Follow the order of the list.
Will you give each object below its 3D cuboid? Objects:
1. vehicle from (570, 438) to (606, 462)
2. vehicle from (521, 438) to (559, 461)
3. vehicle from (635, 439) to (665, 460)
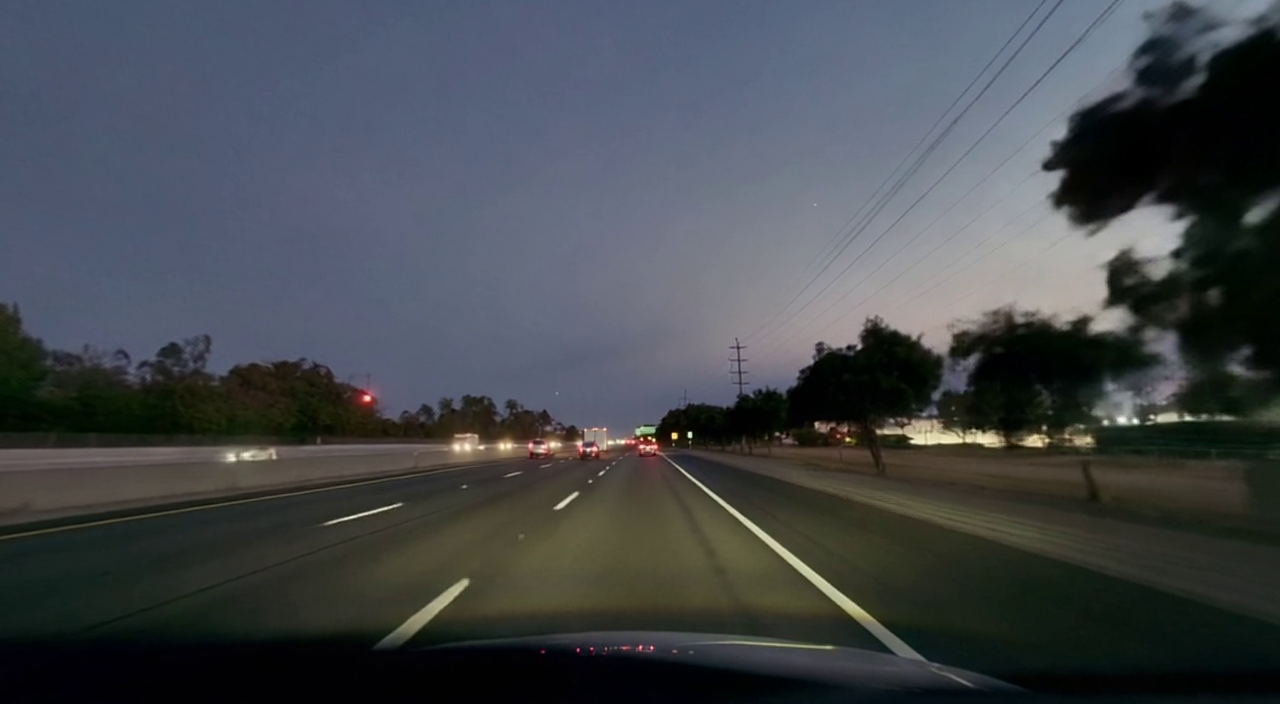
[{"bbox_3d":[-3.441,6.568,42.294,2.046,1.478,4.111,0,-8,1],"label":"vehicle"},{"bbox_3d":[-7.052,6.926,44.736,1.936,1.497,4.251,0,-8,1],"label":"vehicle"},{"bbox_3d":[0.700,6.968,45.102,2.057,1.453,3.926,0,-8,1],"label":"vehicle"}]
